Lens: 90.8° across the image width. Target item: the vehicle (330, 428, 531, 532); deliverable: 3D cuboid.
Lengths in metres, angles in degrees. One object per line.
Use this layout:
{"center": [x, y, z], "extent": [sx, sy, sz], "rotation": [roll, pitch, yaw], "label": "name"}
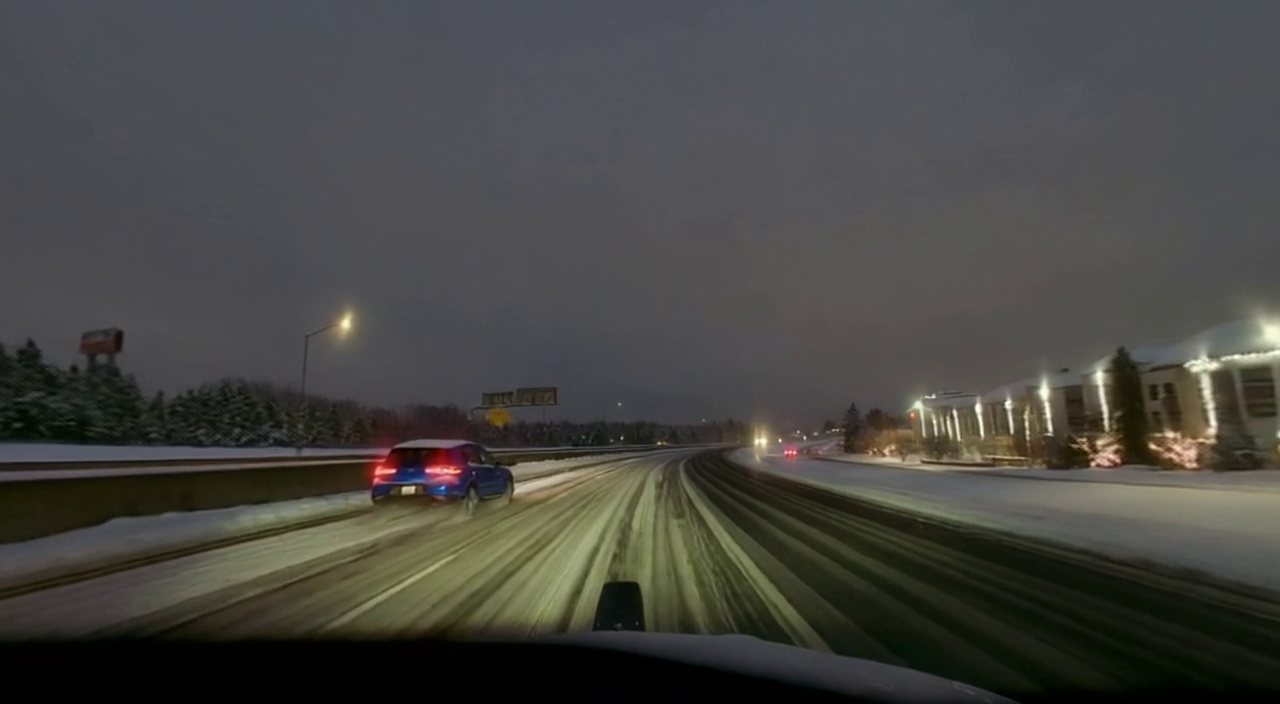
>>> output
{"center": [-3.606, 2.313, 12.042], "extent": [2.087, 1.566, 4.756], "rotation": [0, -9, 2], "label": "vehicle"}
